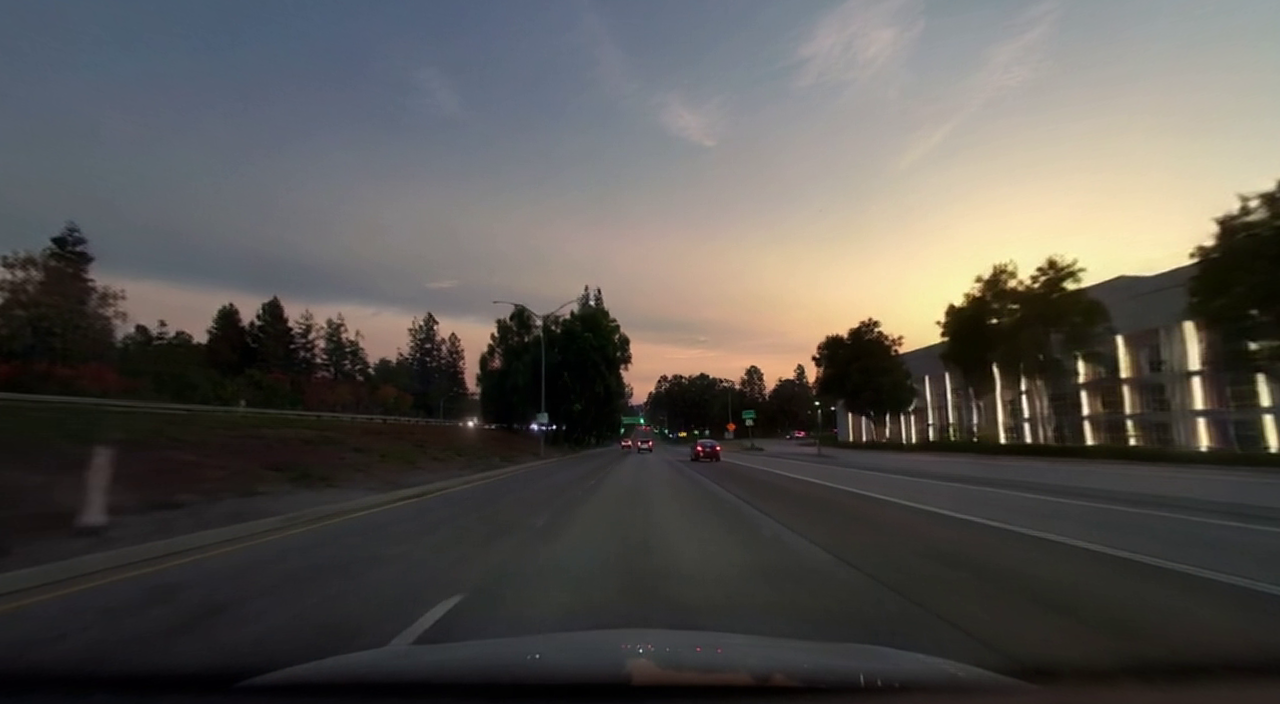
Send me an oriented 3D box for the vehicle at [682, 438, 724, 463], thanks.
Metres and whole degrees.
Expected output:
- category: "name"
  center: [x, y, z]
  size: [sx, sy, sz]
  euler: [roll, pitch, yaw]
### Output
- category: "vehicle"
  center: [3.838, 6.115, 39.173]
  size: [2.069, 1.431, 4.313]
  euler: [0, -8, -1]
